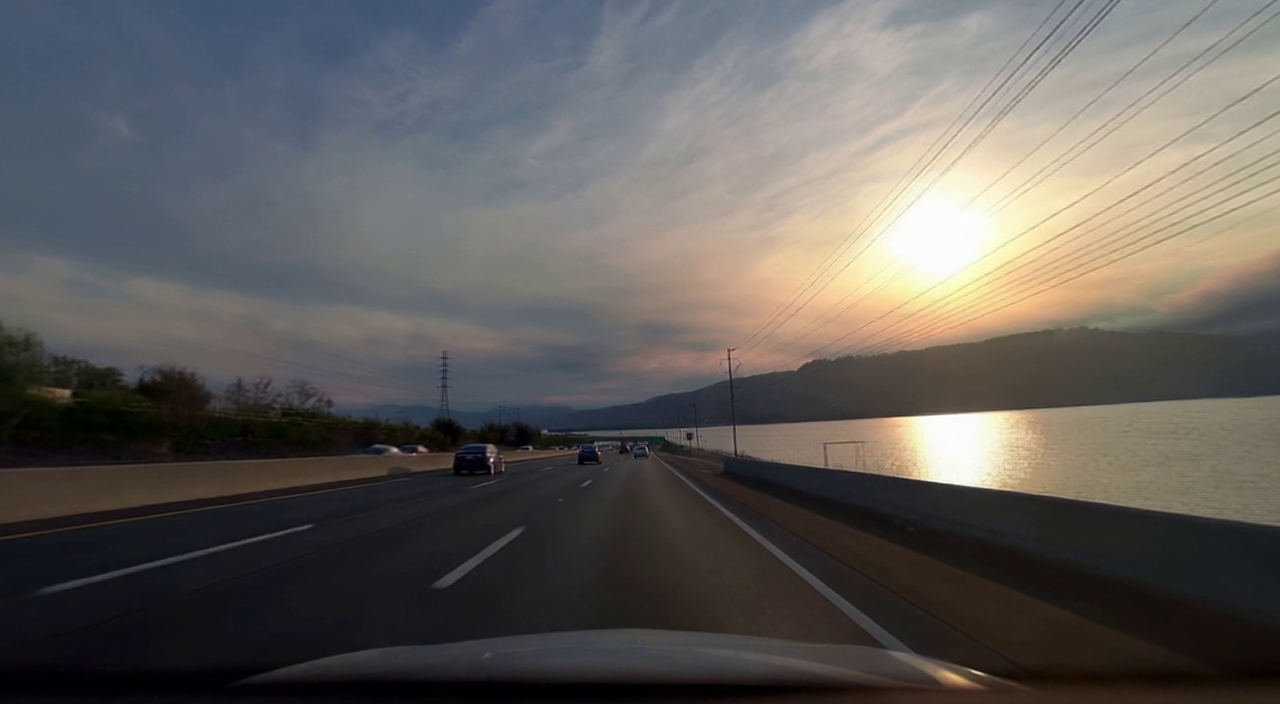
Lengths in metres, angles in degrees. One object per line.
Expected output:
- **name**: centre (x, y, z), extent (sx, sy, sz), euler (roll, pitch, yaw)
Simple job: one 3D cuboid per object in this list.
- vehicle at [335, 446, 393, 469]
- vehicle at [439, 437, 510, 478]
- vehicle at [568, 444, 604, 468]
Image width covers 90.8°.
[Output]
- **vehicle**: centre (-18.815, 7.174, 43.292), extent (1.872, 1.466, 4.649), euler (0, -9, 0)
- **vehicle**: centre (-7.540, 4.854, 29.261), extent (2.050, 1.717, 4.418), euler (0, -9, 1)
- **vehicle**: centre (-3.531, 6.911, 42.197), extent (1.957, 1.494, 4.207), euler (0, -9, 1)
